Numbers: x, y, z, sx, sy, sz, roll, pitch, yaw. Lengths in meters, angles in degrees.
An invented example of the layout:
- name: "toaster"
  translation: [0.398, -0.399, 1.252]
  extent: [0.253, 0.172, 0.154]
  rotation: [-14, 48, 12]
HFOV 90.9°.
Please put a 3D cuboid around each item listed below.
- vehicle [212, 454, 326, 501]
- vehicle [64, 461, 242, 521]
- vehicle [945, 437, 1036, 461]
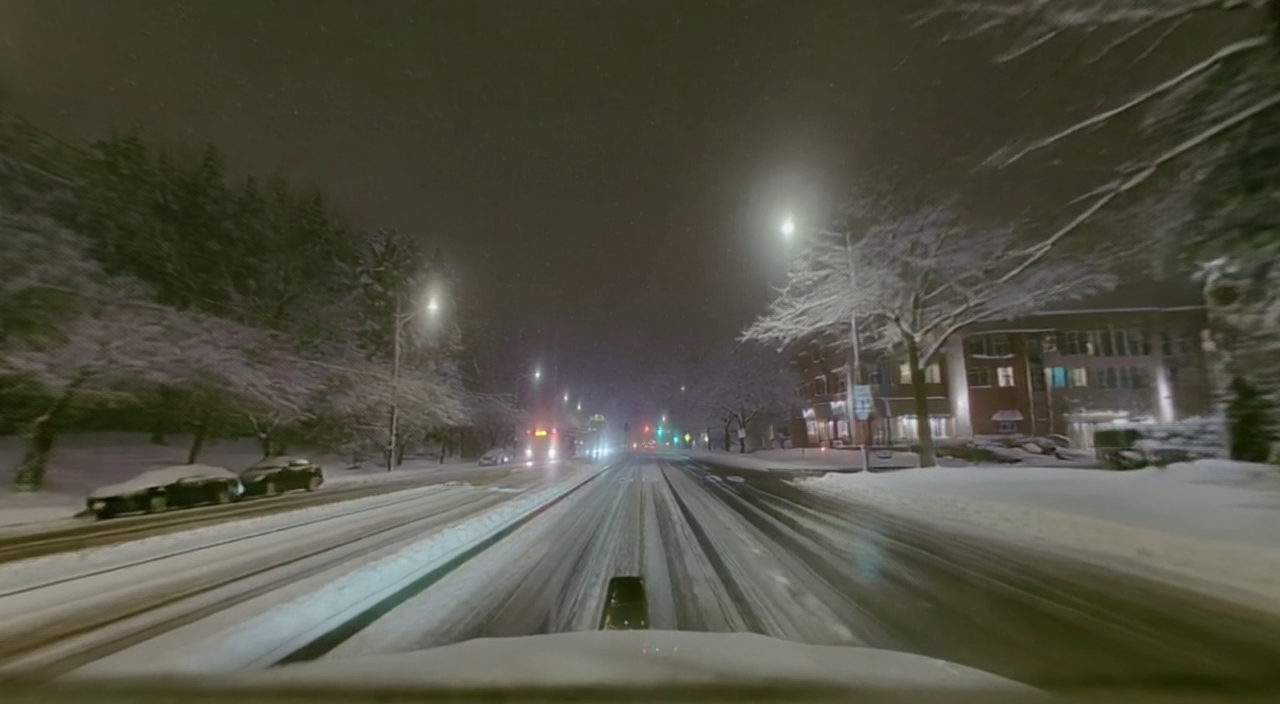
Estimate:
- name: "vehicle"
  translation: [-14.013, 4.711, 24.114]
  extent: [1.816, 1.567, 3.957]
  rotation: [0, -8, 3]
- name: "vehicle"
  translation: [-14.093, 4.012, 18.642]
  extent: [1.835, 1.434, 4.325]
  rotation: [0, -8, 0]
- name: "vehicle"
  translation: [21.392, 5.942, 38.580]
  extent: [4.404, 1.440, 1.900]
  rotation: [0, -8, 1]
